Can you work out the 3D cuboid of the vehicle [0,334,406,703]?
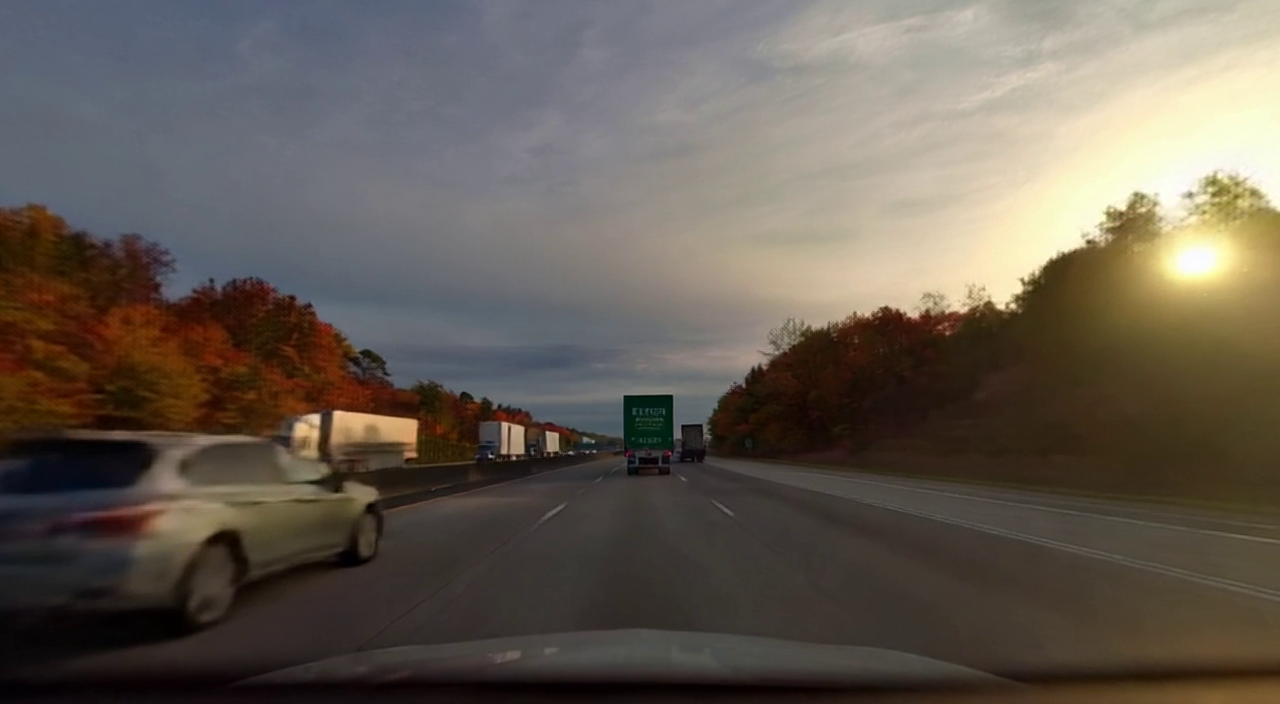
[{"bbox_3d":[-3.734,1.117,4.782,2.097,1.711,4.594,0,-9,0],"label":"vehicle"}]

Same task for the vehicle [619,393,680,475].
[{"bbox_3d":[0.465,4.892,36.679,3.057,4.073,10.792,0,-9,0],"label":"vehicle"}]
